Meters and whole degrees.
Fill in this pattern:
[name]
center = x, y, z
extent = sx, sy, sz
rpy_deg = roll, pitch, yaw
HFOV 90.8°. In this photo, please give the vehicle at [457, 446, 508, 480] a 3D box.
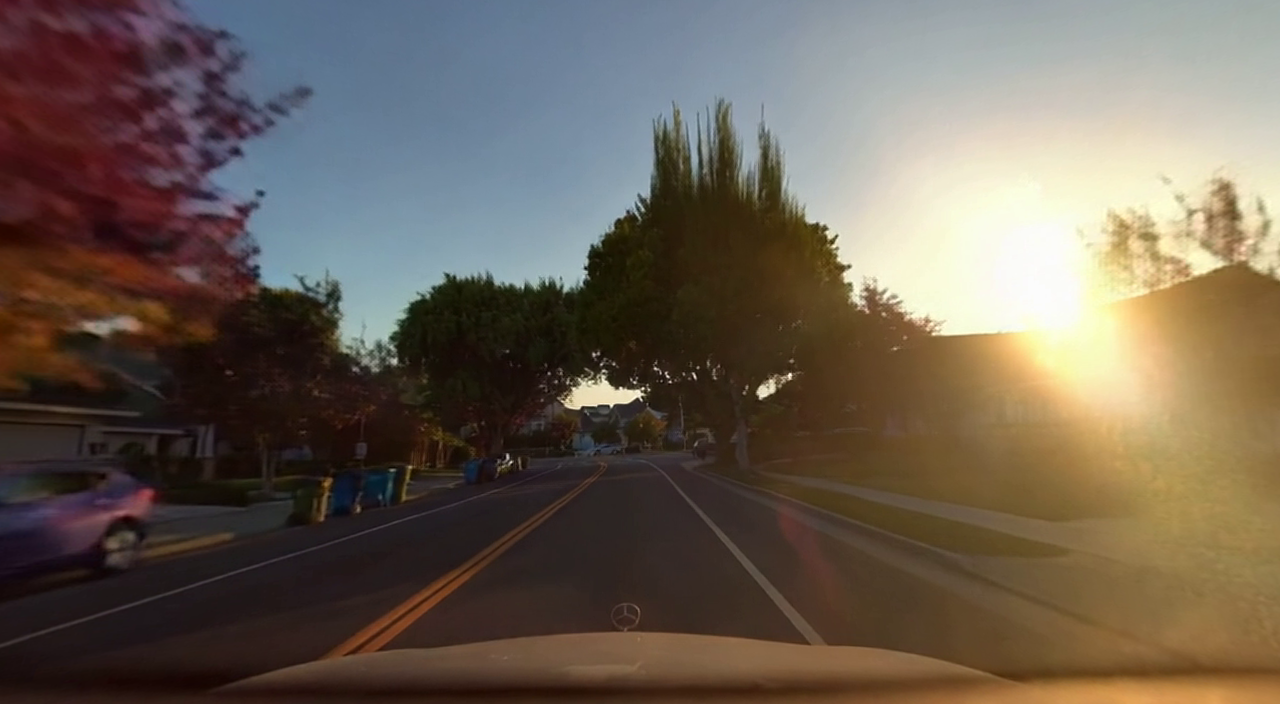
[vehicle]
center = -9.474, 6.654, 38.224
extent = 1.998, 1.689, 4.384
rpy_deg = -4, -7, -2
